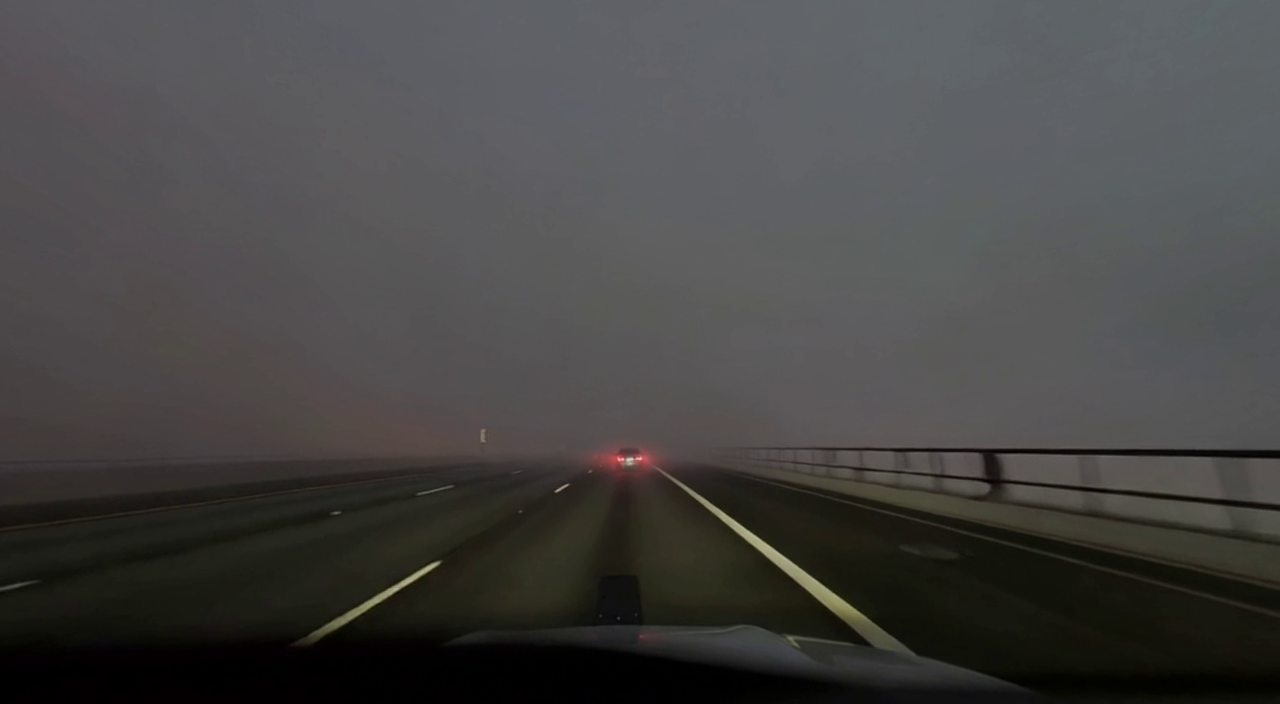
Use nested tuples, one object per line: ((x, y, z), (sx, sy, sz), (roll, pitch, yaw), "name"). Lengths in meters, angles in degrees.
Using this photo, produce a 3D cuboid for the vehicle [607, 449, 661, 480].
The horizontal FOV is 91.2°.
((-0.335, 5.412, 30.546), (2.398, 1.336, 5.698), (0, -9, -1), "vehicle")
